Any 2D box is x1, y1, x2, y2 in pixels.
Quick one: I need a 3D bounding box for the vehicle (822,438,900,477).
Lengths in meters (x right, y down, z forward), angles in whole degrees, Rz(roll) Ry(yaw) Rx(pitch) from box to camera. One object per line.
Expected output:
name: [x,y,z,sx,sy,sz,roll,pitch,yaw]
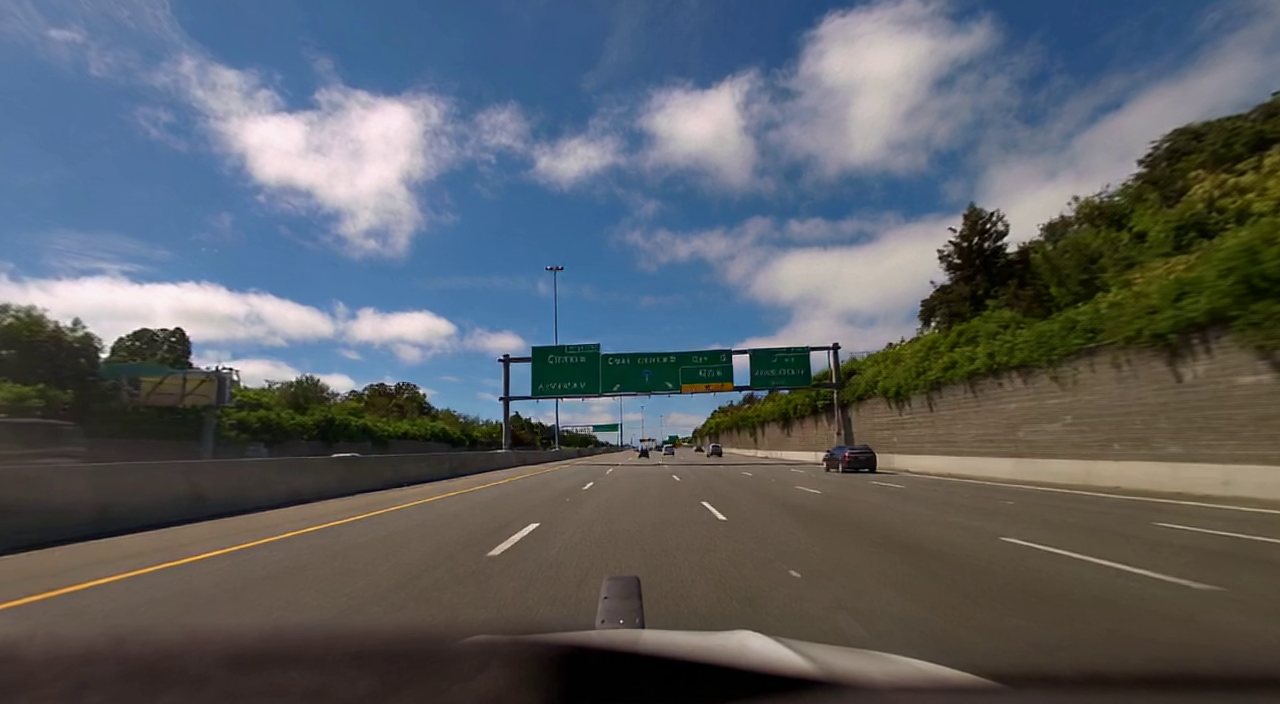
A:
vehicle: [10.718,5.152,30.924,2.167,1.781,4.340,0,-9,-1]
